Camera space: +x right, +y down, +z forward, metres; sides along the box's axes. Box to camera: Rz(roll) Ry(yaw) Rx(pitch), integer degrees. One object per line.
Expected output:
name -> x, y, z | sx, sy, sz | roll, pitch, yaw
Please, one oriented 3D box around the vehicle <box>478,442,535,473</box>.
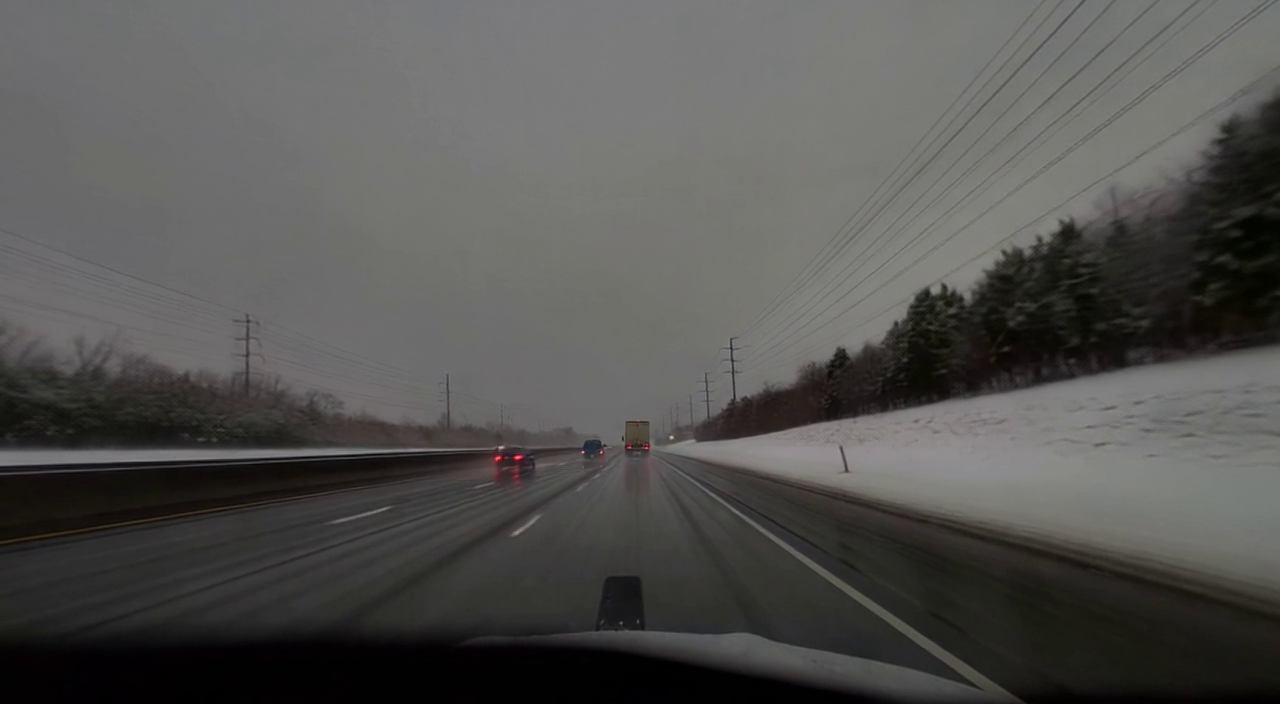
vehicle -> -7.176, 5.727, 34.331 | 2.066, 1.558, 4.607 | 0, -9, 0
